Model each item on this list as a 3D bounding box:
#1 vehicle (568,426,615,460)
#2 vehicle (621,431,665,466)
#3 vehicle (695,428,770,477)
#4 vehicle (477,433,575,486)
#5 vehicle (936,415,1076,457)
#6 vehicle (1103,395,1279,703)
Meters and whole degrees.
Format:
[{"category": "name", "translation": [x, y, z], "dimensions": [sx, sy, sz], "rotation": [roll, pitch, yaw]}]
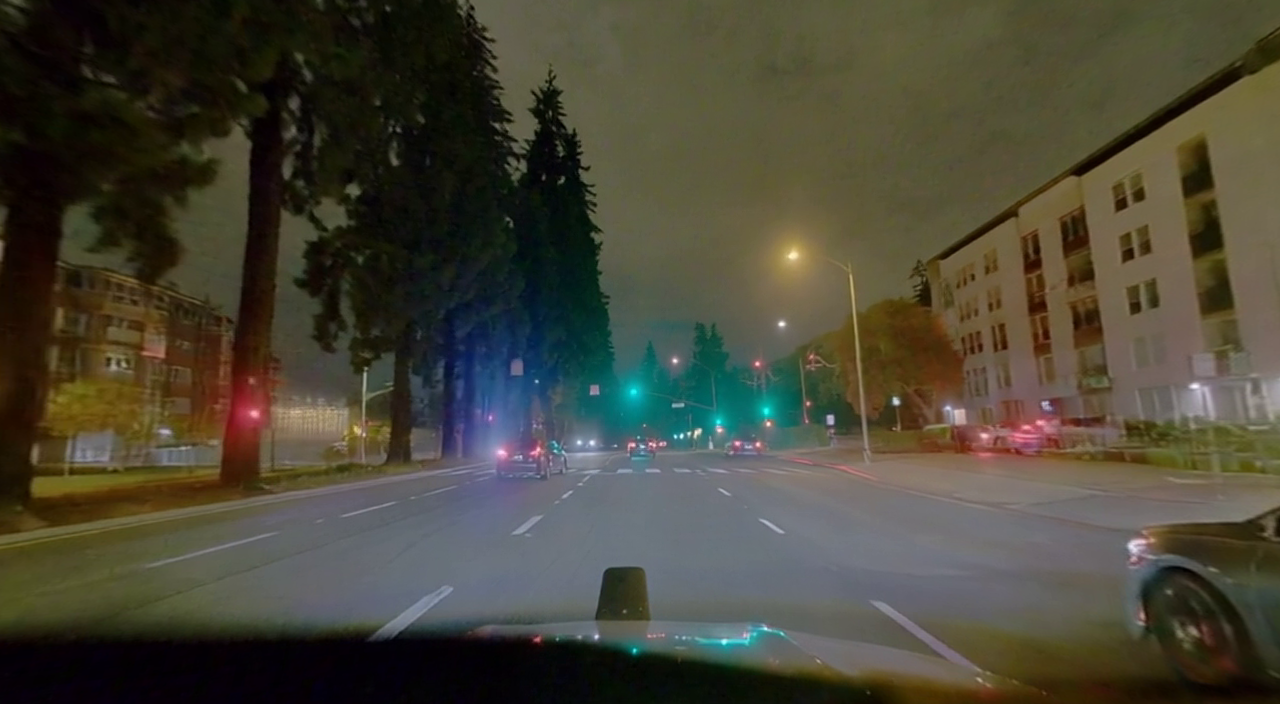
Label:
[{"category": "vehicle", "translation": [-3.073, 5.950, 41.331], "dimensions": [2.579, 2.062, 5.123], "rotation": [0, -8, 2]}, {"category": "vehicle", "translation": [0.132, 4.927, 32.367], "dimensions": [2.110, 1.662, 4.262], "rotation": [0, -8, 0]}, {"category": "vehicle", "translation": [3.389, 3.800, 23.999], "dimensions": [2.137, 1.646, 4.488], "rotation": [0, -8, -1]}, {"category": "vehicle", "translation": [-3.474, 3.384, 20.154], "dimensions": [2.049, 1.485, 4.656], "rotation": [0, -8, 3]}, {"category": "vehicle", "translation": [15.720, 3.660, 27.292], "dimensions": [4.701, 1.721, 2.103], "rotation": [0, -8, 0]}, {"category": "vehicle", "translation": [3.853, 0.763, 1.512], "dimensions": [2.128, 1.502, 4.572], "rotation": [0, -8, 2]}]
